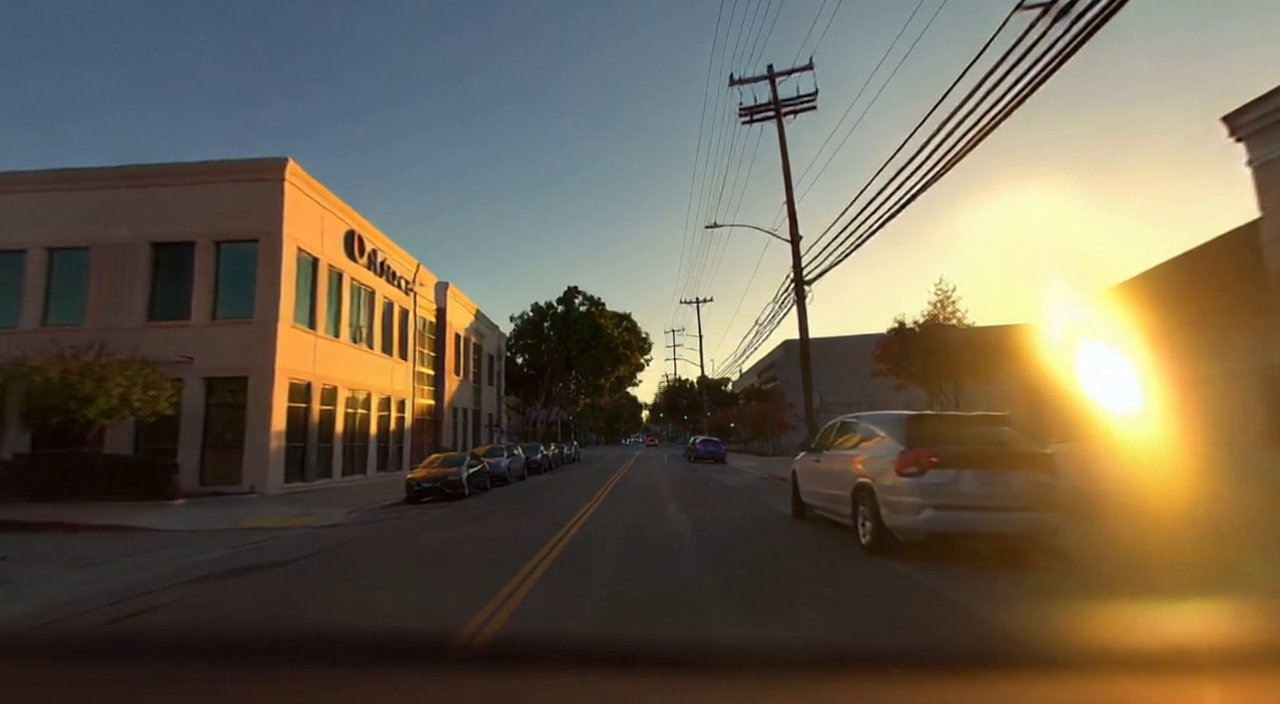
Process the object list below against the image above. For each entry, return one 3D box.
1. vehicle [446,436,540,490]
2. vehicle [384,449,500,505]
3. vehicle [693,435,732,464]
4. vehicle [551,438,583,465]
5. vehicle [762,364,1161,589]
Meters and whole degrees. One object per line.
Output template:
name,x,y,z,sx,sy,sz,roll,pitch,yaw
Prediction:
vehicle,-5.574,4.265,24.706,2.286,1.836,5.088,-1,-8,2
vehicle,-5.841,3.723,19.319,1.982,1.453,4.577,0,-8,1
vehicle,4.256,5.778,37.542,1.948,1.607,4.873,-1,-8,3
vehicle,-5.439,7.468,47.563,2.126,1.864,4.831,0,-8,-3
vehicle,3.628,1.602,9.050,2.485,2.123,6.029,0,-8,0
